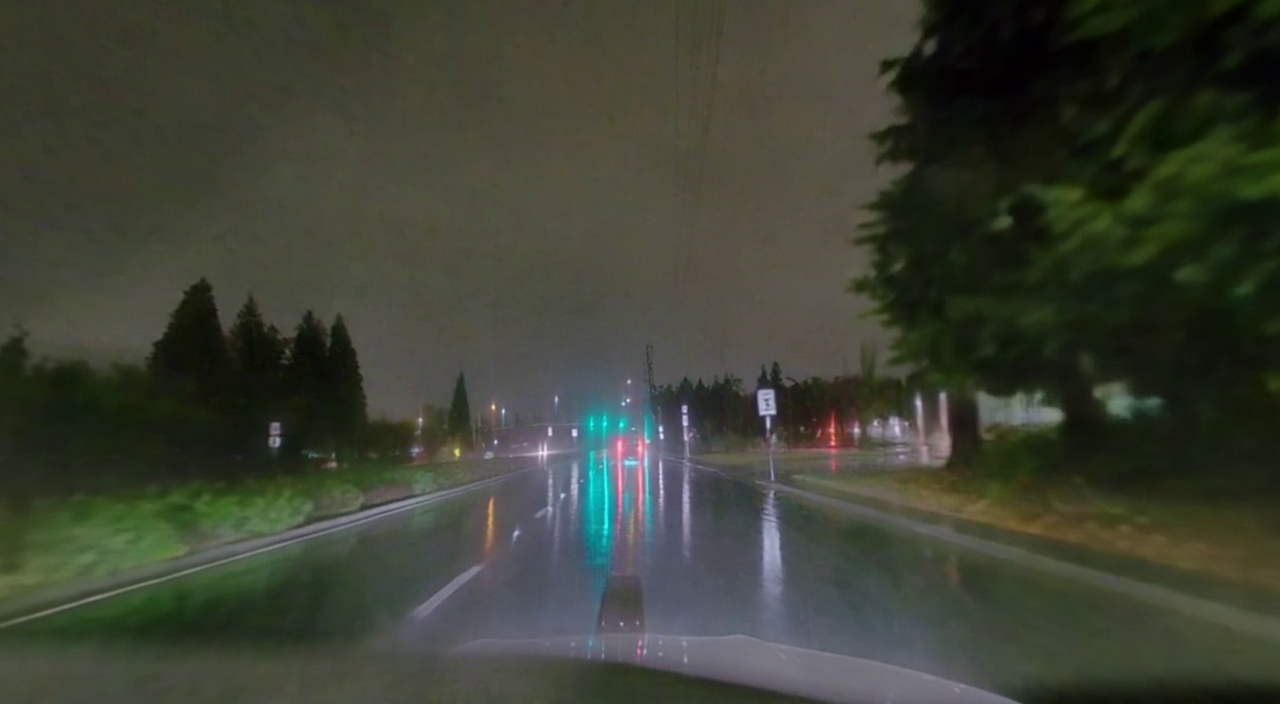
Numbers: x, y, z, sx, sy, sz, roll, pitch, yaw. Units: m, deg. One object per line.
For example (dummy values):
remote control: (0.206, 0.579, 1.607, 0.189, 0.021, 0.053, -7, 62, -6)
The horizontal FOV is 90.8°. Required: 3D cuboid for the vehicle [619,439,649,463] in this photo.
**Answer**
vehicle: (-0.409, 7.043, 45.154, 2.045, 1.613, 4.210, 0, -8, -1)
